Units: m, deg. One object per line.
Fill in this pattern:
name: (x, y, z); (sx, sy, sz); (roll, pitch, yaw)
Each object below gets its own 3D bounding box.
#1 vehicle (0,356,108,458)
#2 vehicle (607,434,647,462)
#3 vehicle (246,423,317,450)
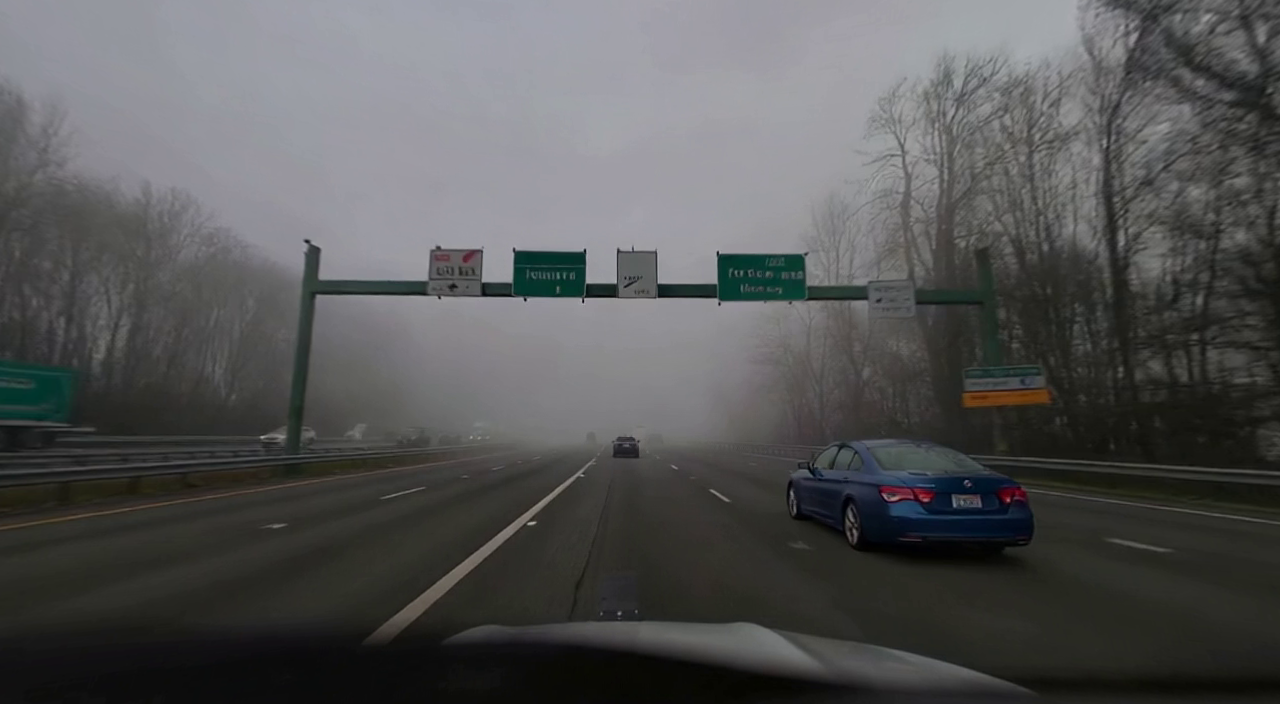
vehicle: (-25.435, 1.893, 22.394); (2.979, 3.780, 11.677); (0, -8, -1)
vehicle: (-0.791, 5.436, 35.806); (2.121, 1.445, 4.187); (0, -8, -2)
vehicle: (-22.280, 5.281, 39.270); (1.869, 1.544, 4.369); (0, -8, -1)
